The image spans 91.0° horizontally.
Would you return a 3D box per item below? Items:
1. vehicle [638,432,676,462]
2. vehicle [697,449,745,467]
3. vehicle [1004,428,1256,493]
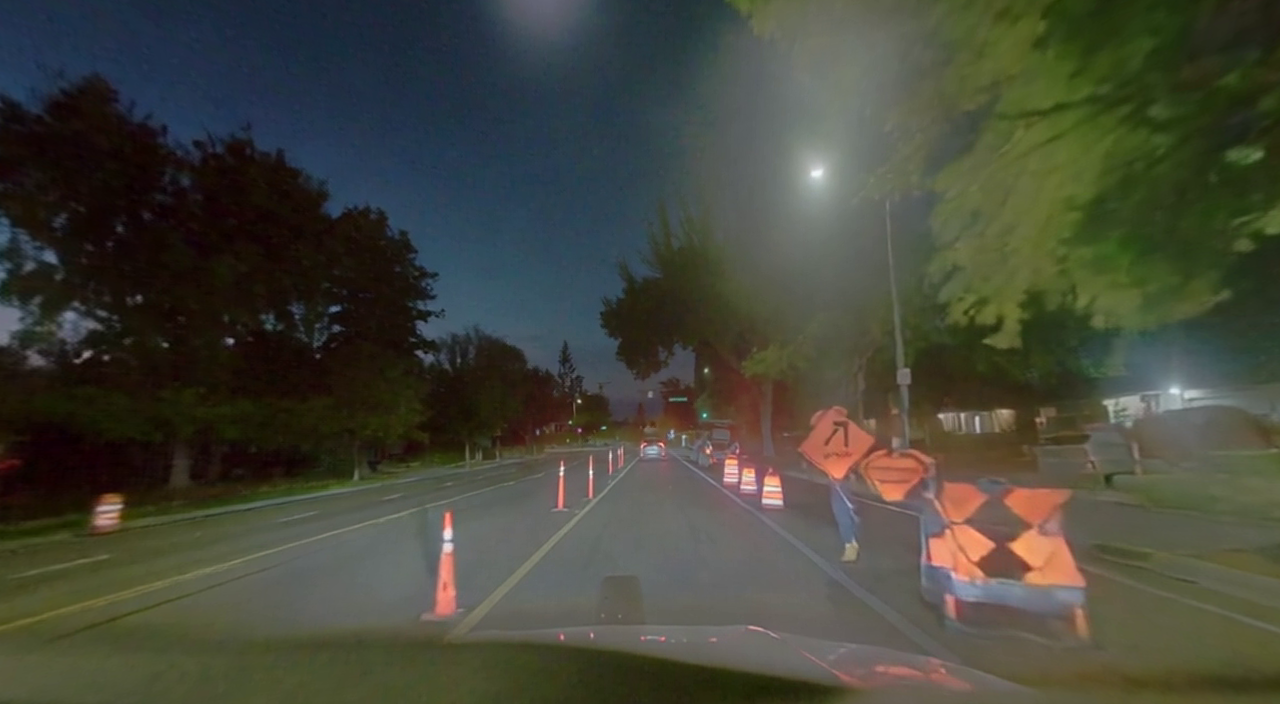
[{"bbox_3d":[1.011,5.819,38.599,2.151,1.708,4.084,0,-8,1],"label":"vehicle"},{"bbox_3d":[4.169,5.535,32.925,2.123,0.883,3.024,0,-8,1],"label":"vehicle"},{"bbox_3d":[11.706,2.611,15.340,4.463,1.466,1.813,-1,-8,5],"label":"vehicle"}]
